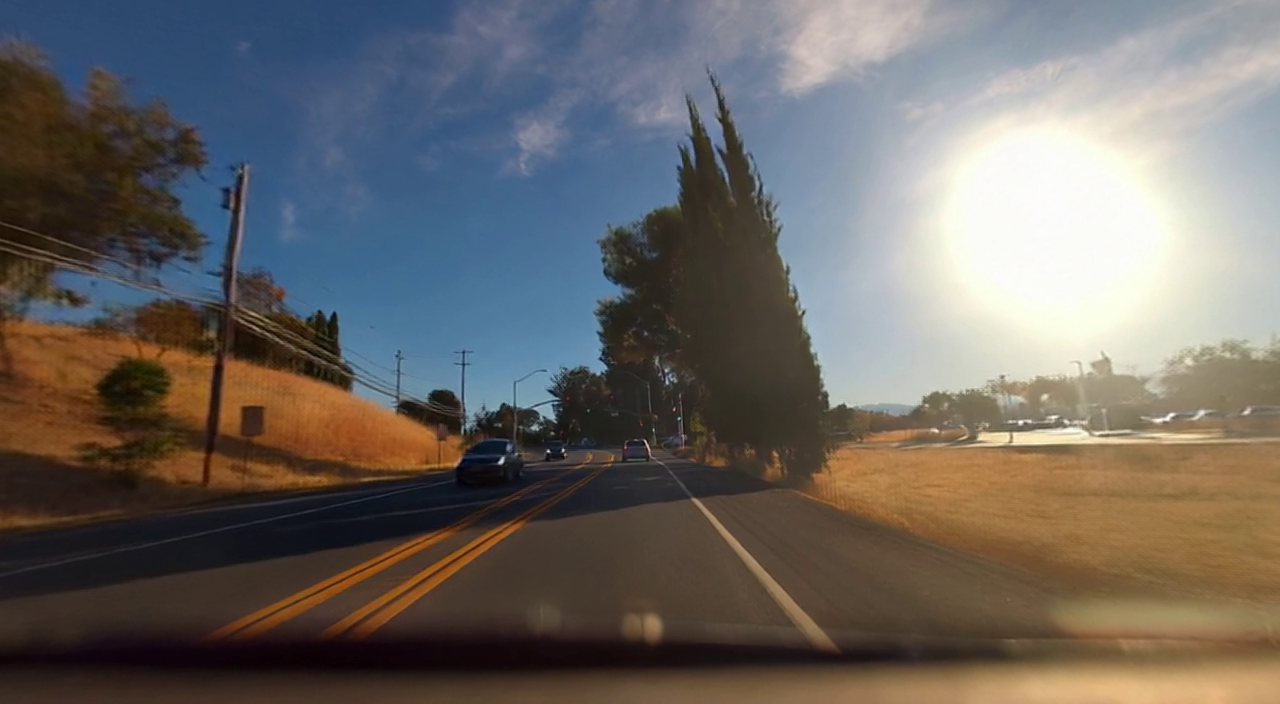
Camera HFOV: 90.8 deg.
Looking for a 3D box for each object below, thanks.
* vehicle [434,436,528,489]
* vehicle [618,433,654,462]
[{"bbox_3d":[-5.645,3.975,23.147,2.347,1.720,4.687,0,-8,-2],"label":"vehicle"},{"bbox_3d":[-0.324,7.406,48.915,2.574,2.059,5.331,0,-8,-1],"label":"vehicle"}]
